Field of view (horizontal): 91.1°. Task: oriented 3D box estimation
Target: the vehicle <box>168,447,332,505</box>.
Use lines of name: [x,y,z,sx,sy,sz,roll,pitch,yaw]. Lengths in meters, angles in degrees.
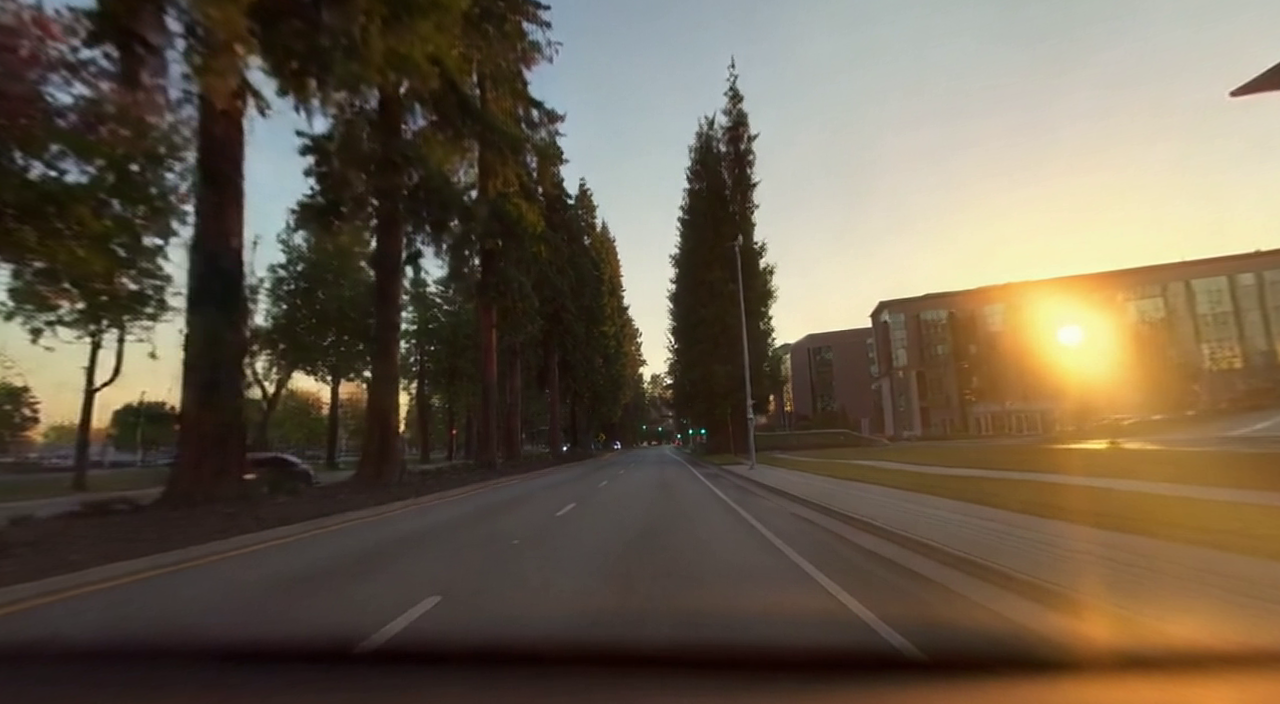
vehicle: [-11.096,3.521,18.308,1.881,1.445,4.280,0,-8,2]
